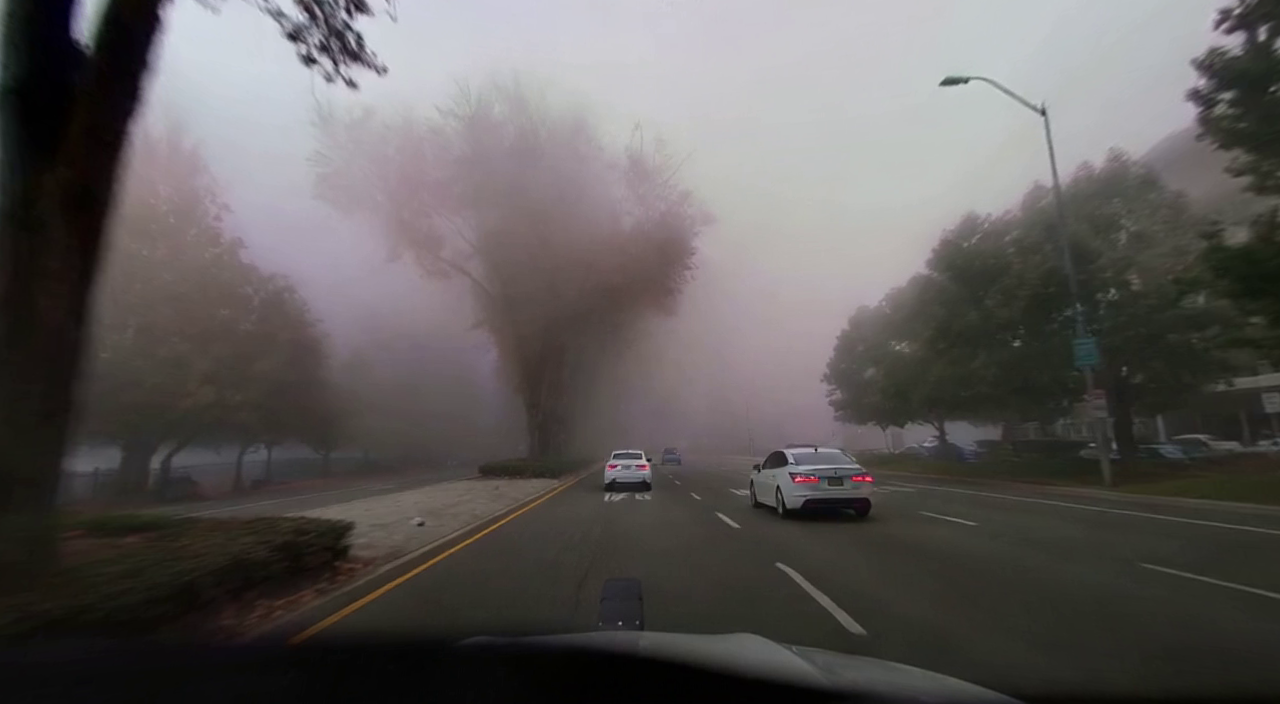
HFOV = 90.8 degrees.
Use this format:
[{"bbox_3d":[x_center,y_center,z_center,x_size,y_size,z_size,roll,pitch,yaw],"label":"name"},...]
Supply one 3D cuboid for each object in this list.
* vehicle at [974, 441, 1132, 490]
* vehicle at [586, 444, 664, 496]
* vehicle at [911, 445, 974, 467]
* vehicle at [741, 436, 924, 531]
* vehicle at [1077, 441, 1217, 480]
[{"bbox_3d":[14.404,3.959,22.545,2.049,1.521,5.277,0,-8,-1],"label":"vehicle"},{"bbox_3d":[-0.470,3.782,20.723,2.289,1.471,4.477,0,-8,-1],"label":"vehicle"},{"bbox_3d":[20.637,7.106,43.348,1.890,1.445,4.805,0,-8,-1],"label":"vehicle"},{"bbox_3d":[3.405,2.418,12.230,2.094,1.480,4.323,0,-9,-1],"label":"vehicle"},{"bbox_3d":[20.861,4.460,26.318,1.974,1.478,4.630,0,-8,0],"label":"vehicle"}]
